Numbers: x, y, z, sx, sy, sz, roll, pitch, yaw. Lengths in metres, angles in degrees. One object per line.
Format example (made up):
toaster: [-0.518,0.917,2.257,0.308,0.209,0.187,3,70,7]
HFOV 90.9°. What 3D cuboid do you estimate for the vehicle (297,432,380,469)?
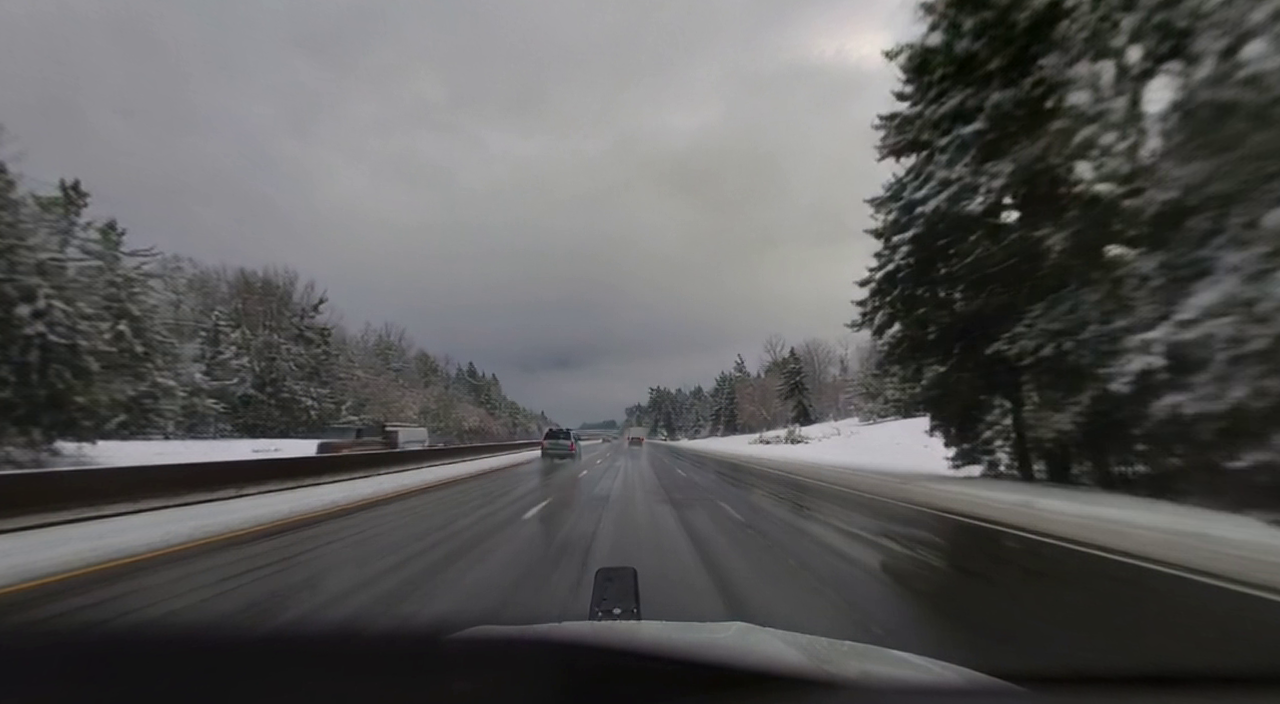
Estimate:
vehicle: [-16.491,5.384,34.848,2.138,1.885,5.109,0,-8,-1]

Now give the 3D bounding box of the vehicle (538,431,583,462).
vehicle: [-4.377,5.261,35.362,2.003,1.626,4.256,0,-8,-1]

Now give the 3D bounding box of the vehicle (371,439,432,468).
vehicle: [-12.436,5.302,33.128,1.722,1.399,3.905,0,-8,-1]
